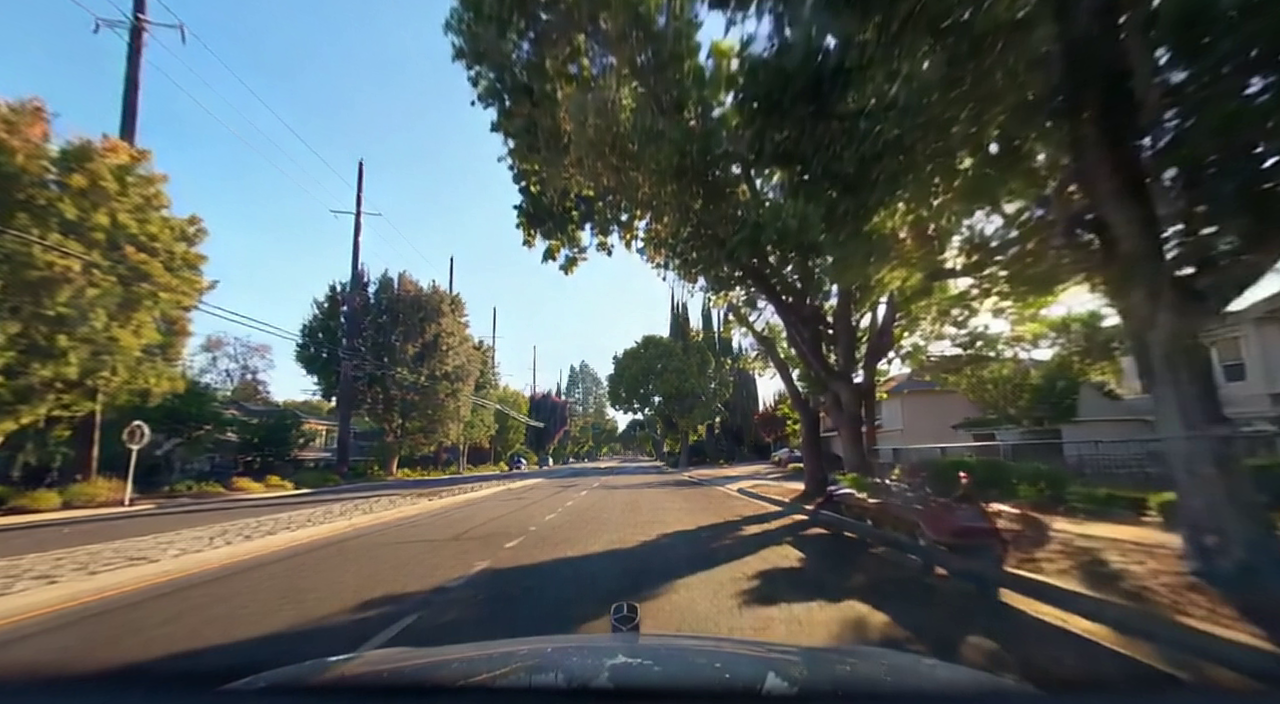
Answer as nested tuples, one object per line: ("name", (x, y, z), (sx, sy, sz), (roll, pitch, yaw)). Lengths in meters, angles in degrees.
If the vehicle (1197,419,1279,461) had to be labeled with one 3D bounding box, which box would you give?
("vehicle", (29.429, 4.206, 29.813), (1.877, 1.757, 4.937), (1, -10, 3))
